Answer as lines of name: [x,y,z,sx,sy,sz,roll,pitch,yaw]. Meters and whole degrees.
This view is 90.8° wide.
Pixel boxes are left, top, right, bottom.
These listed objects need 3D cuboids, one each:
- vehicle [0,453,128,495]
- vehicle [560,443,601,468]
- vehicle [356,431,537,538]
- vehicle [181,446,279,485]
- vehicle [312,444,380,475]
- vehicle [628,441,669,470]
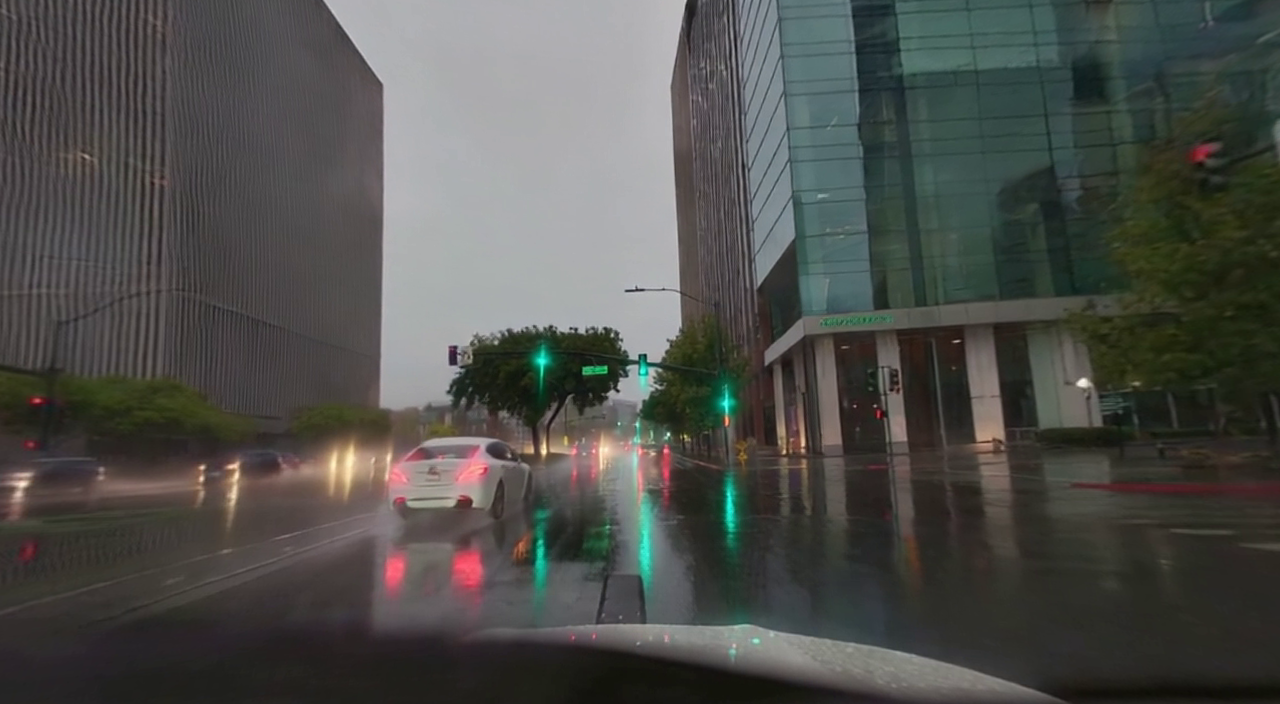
vehicle: [-26.741,5.611,29.416,1.902,1.670,4.607,0,-8,-1]
vehicle: [-3.562,6.307,38.764,2.088,1.430,4.482,0,-8,0]
vehicle: [-3.137,2.206,11.160,1.983,1.545,3.773,0,-8,0]
vehicle: [-20.205,5.562,31.370,1.931,1.722,4.419,0,-8,-1]
vehicle: [-17.253,6.294,37.319,1.926,1.711,4.516,0,-8,-1]
vehicle: [0.430,5.701,35.100,2.102,1.482,4.125,0,-8,0]
